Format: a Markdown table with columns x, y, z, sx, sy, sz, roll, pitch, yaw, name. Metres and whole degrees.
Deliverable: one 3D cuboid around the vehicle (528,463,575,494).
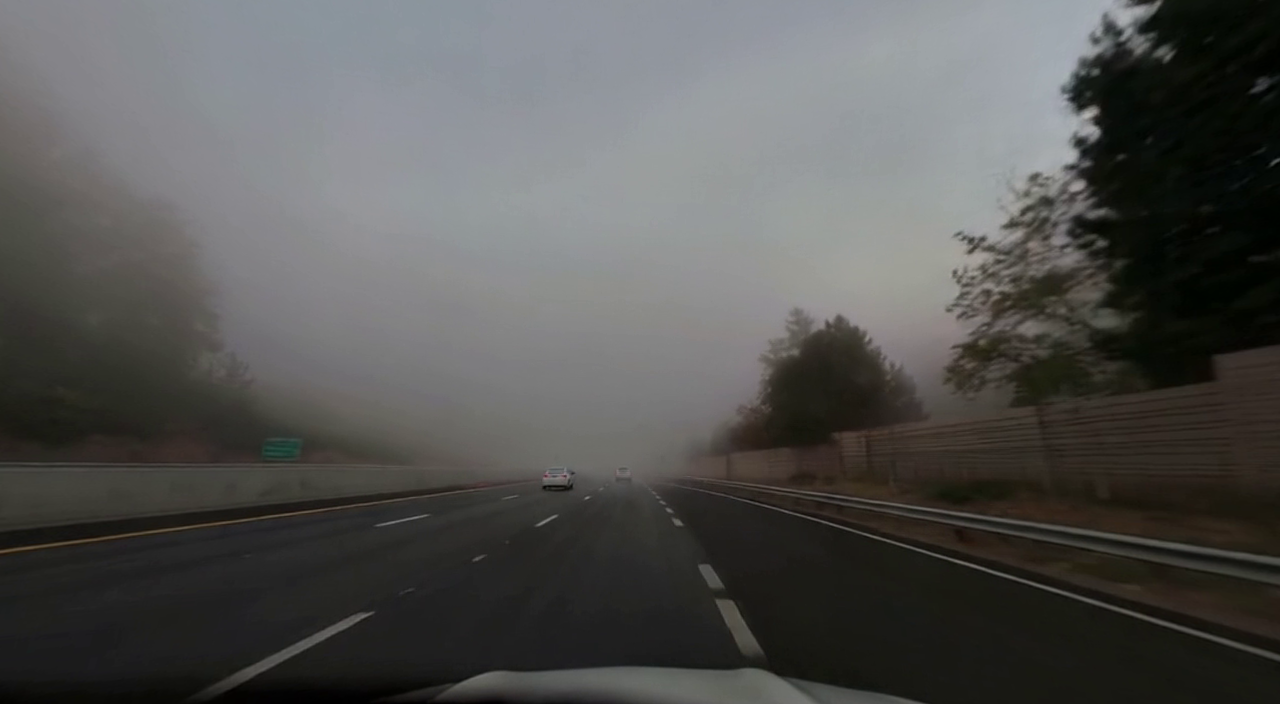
| x | y | z | sx | sy | sz | roll | pitch | yaw | name |
| --- | --- | --- | --- | --- | --- | --- | --- | --- | --- |
| -4.945 | 7.160 | 35.860 | 2.039 | 1.605 | 4.365 | 1 | -10 | 0 | vehicle |
